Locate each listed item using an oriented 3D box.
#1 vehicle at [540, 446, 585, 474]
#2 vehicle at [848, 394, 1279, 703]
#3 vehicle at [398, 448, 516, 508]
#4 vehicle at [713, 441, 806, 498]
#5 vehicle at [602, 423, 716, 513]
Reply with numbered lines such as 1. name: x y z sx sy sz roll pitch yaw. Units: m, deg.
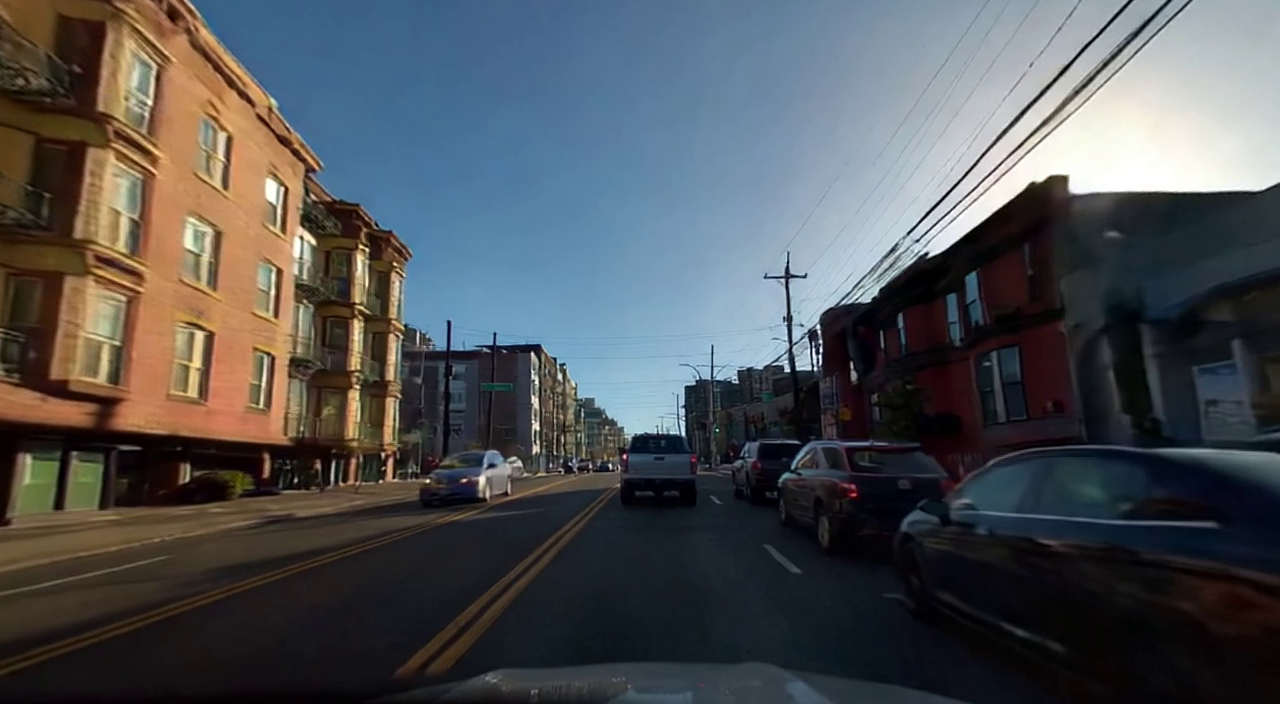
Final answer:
1. vehicle: -5.020 7.025 41.377 2.215 1.703 4.614 -1 -8 2
2. vehicle: 3.127 1.144 3.786 2.116 1.487 4.988 0 -8 1
3. vehicle: -5.123 3.562 18.391 1.966 1.470 4.528 -1 -8 2
4. vehicle: 3.364 3.368 18.534 1.970 1.452 4.227 -1 -8 1
5. vehicle: 0.385 2.580 14.453 2.232 1.736 4.036 0 -8 0
